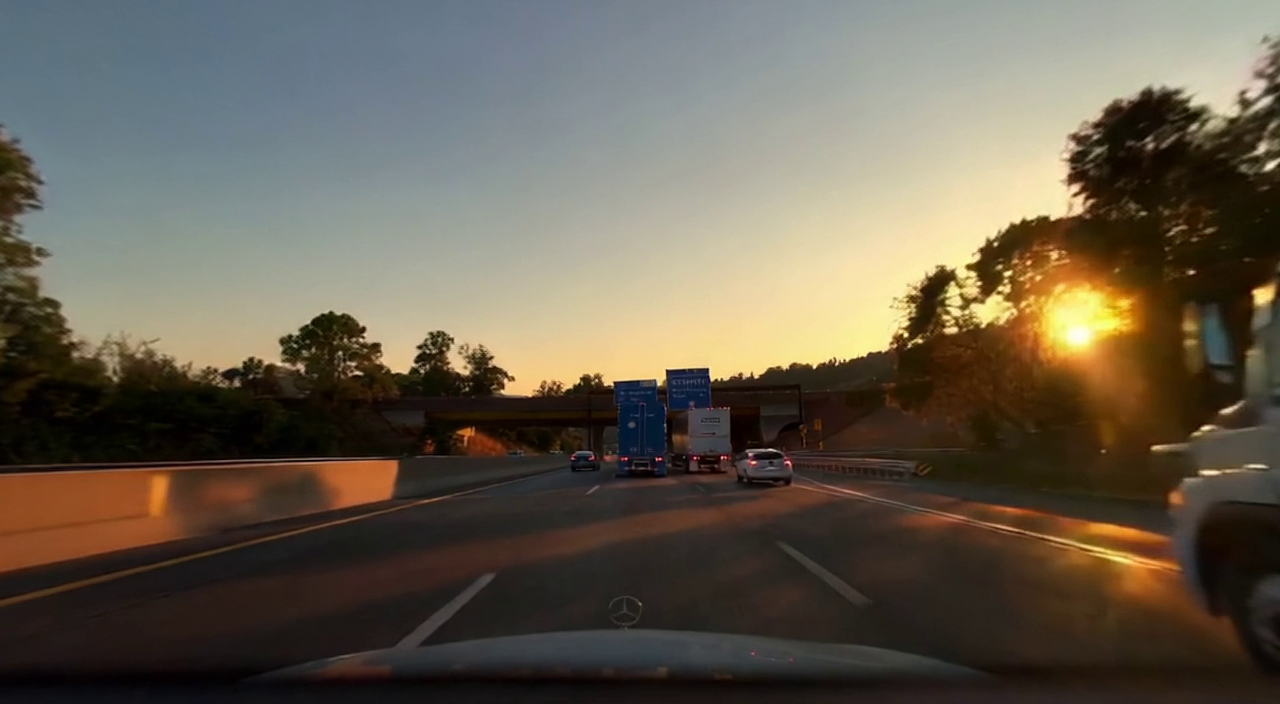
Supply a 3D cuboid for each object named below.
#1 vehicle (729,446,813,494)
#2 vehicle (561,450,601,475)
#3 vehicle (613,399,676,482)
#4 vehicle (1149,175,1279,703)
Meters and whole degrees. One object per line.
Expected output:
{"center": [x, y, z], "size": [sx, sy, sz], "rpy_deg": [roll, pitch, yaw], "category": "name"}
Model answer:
{"center": [4.559, 4.175, 22.792], "size": [2.086, 1.530, 4.808], "rpy_deg": [0, -9, 1], "category": "vehicle"}
{"center": [-3.598, 6.828, 39.277], "size": [2.067, 1.452, 4.085], "rpy_deg": [0, -9, 1], "category": "vehicle"}
{"center": [0.184, 4.839, 34.072], "size": [2.864, 3.805, 9.709], "rpy_deg": [0, -9, 0], "category": "vehicle"}
{"center": [4.272, 0.124, 0.547], "size": [2.636, 2.599, 5.956], "rpy_deg": [0, -9, 1], "category": "vehicle"}
